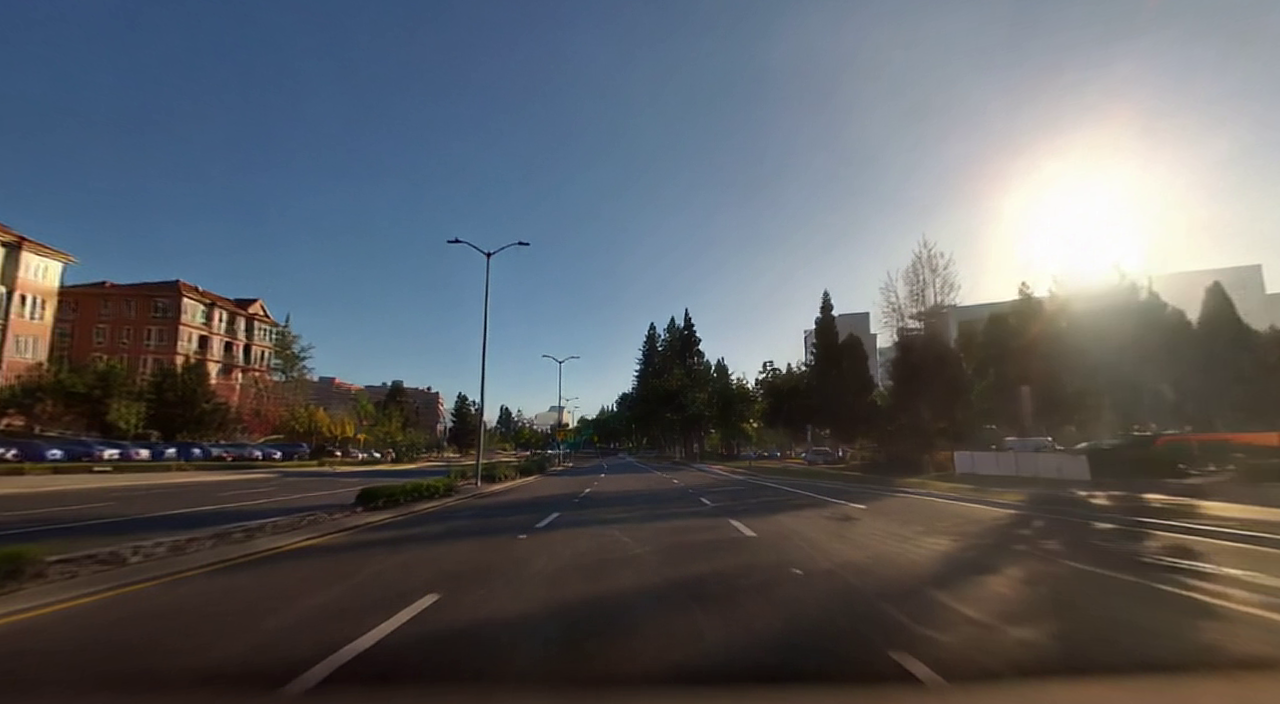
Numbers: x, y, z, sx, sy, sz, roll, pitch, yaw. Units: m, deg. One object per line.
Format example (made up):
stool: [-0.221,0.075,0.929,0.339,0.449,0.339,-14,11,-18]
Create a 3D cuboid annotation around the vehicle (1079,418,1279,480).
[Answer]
vehicle: [37.770,6.731,43.376,3.455,3.683,12.209,6,-10,-24]
